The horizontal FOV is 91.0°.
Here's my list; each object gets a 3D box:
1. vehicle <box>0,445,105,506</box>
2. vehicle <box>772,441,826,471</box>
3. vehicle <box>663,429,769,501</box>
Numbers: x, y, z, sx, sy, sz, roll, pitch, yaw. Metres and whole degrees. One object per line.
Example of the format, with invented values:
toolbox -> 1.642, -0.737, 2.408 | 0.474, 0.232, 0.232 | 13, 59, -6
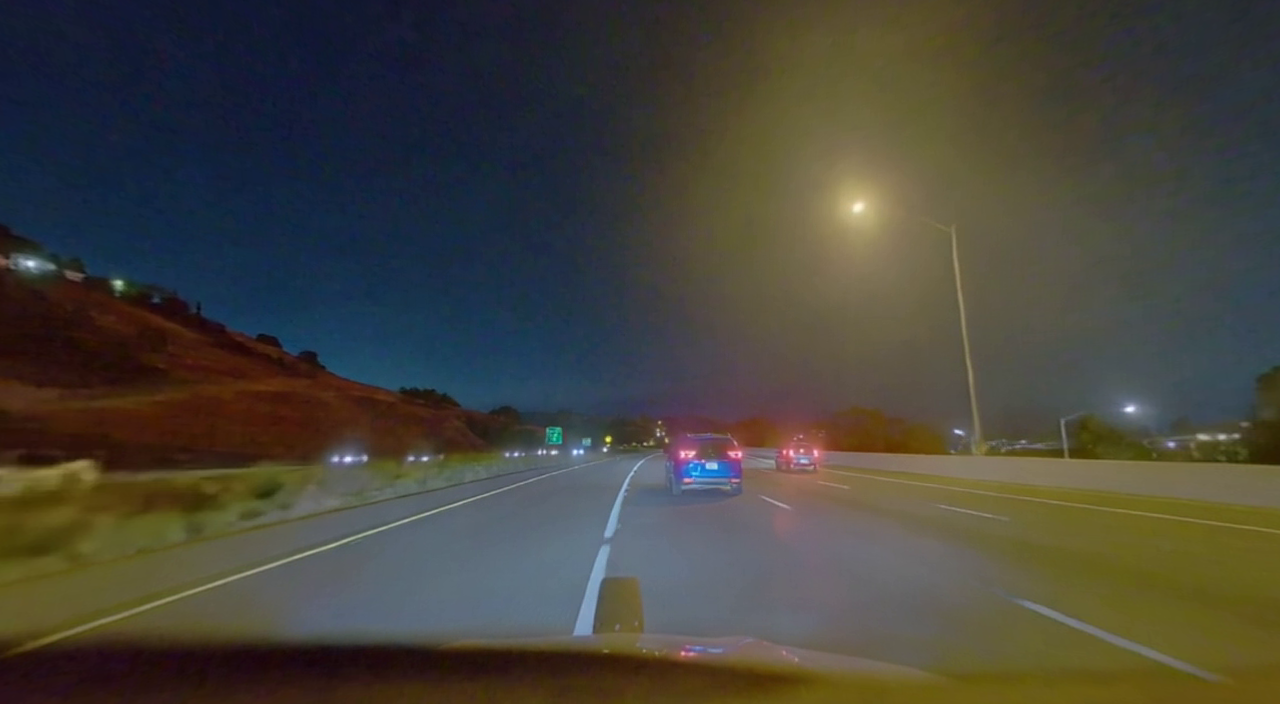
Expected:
vehicle -> -20.071, 3.870, 19.933 | 2.085, 1.789, 4.669 | 0, -9, 1
vehicle -> 9.566, 6.296, 38.324 | 2.043, 1.714, 4.453 | 0, -9, -1
vehicle -> 1.957, 3.133, 17.875 | 2.318, 1.766, 4.587 | 0, -9, -2
